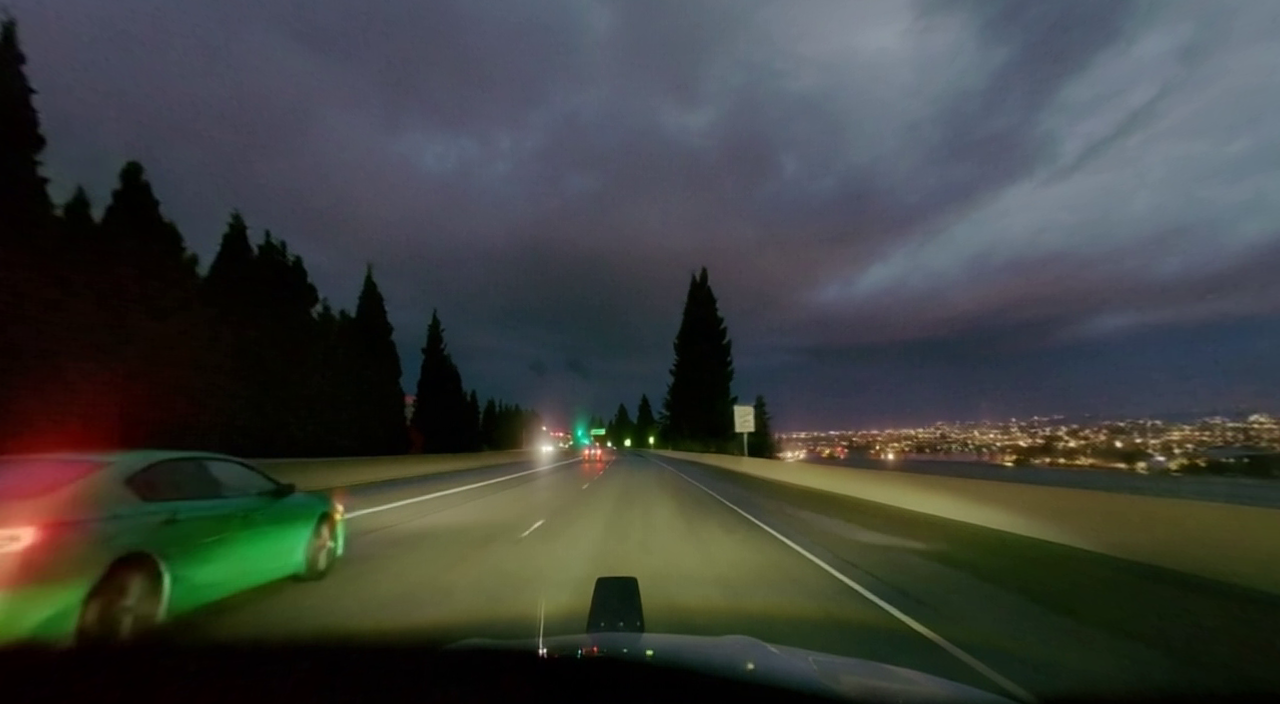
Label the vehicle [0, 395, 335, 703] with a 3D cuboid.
[{"bbox_3d":[-4.034,1.107,3.847,2.017,1.522,4.569,0,-9,0],"label":"vehicle"}]
